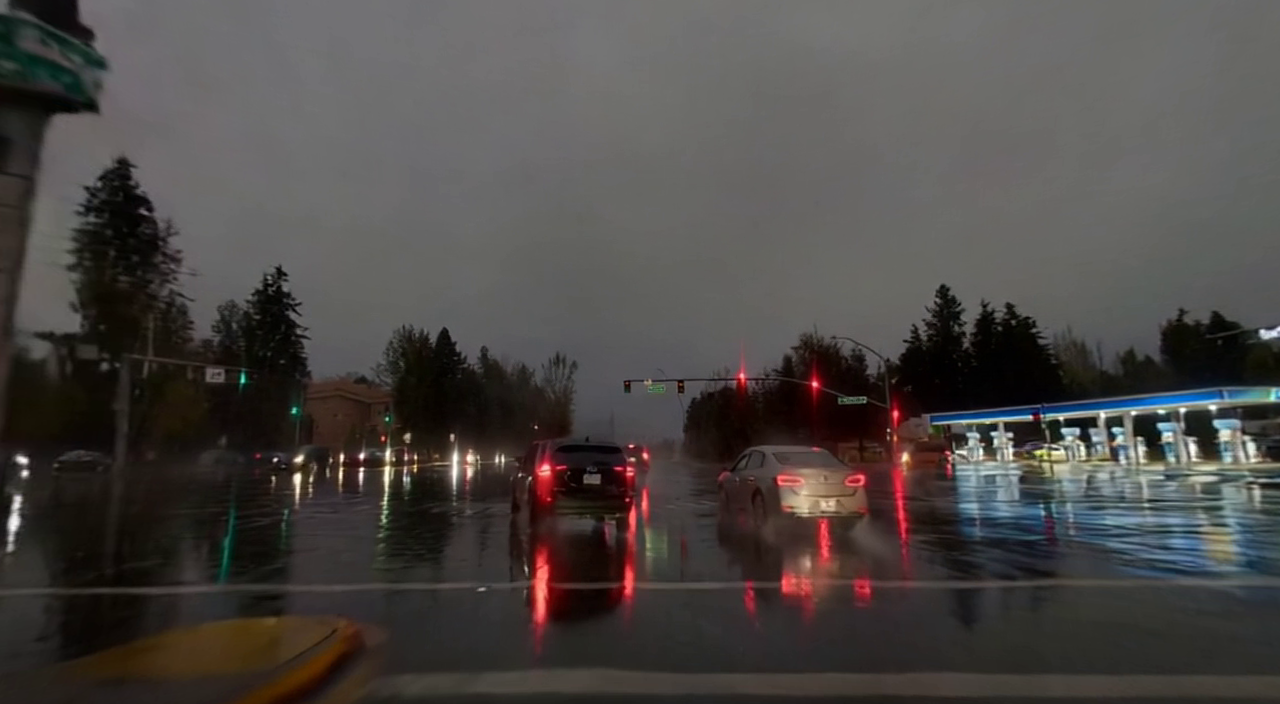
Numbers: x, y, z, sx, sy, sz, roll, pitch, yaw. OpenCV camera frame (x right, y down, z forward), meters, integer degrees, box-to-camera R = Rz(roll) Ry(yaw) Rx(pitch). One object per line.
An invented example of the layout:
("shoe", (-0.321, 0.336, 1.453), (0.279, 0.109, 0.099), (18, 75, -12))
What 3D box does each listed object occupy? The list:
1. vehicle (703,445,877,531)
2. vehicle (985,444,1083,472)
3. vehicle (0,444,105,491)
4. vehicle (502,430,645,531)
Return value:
("vehicle", (2.867, 2.709, 13.355), (1.965, 1.460, 4.581), (1, -9, -9))
("vehicle", (25.820, 6.975, 41.630), (4.952, 1.745, 2.184), (-2, -9, 15))
("vehicle", (-26.721, 5.067, 27.659), (4.658, 1.911, 2.162), (-2, -9, 4))
("vehicle", (-1.624, 2.612, 13.546), (2.351, 1.733, 4.616), (2, -9, -14))
